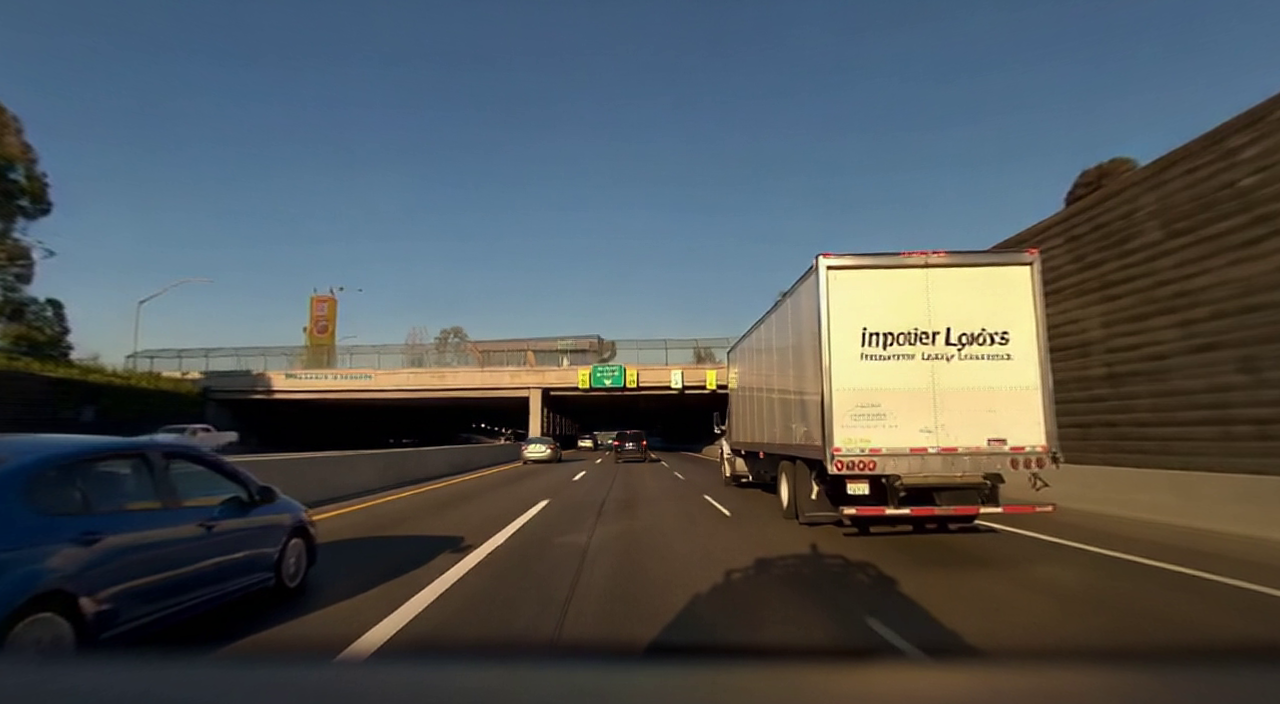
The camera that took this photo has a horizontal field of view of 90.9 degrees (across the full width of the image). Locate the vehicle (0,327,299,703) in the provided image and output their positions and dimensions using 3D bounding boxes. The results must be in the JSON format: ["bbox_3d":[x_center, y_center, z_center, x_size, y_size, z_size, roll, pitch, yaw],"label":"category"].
[{"bbox_3d":[-3.368,0.848,3.041,1.826,1.695,2.870,0,-8,-1],"label":"vehicle"}]

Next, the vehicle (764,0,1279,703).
[{"bbox_3d":[3.959,0.011,5.142,2.842,4.108,14.081,0,-8,-1],"label":"vehicle"}]

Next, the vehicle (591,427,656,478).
[{"bbox_3d":[-0.545,3.490,22.110,2.094,1.600,3.666,0,-8,-1],"label":"vehicle"}]

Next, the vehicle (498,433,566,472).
[{"bbox_3d":[-4.309,4.066,25.762,2.019,1.435,4.317,0,-8,0],"label":"vehicle"}]
